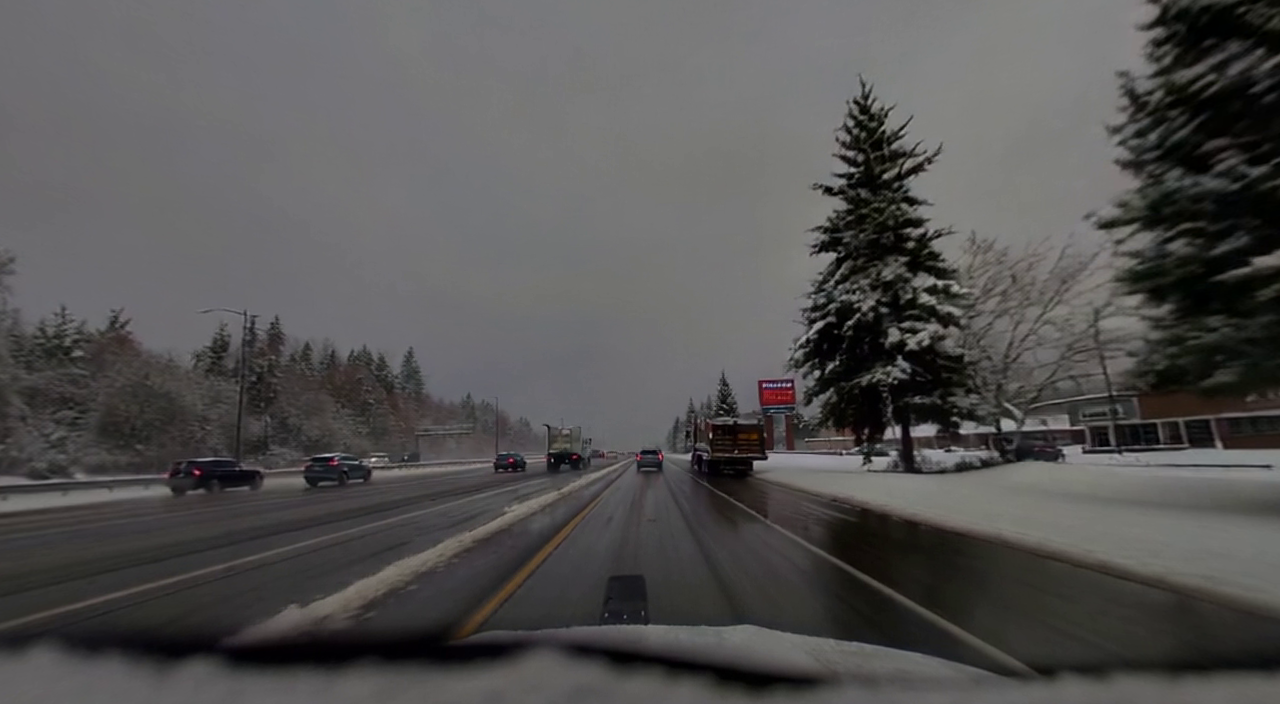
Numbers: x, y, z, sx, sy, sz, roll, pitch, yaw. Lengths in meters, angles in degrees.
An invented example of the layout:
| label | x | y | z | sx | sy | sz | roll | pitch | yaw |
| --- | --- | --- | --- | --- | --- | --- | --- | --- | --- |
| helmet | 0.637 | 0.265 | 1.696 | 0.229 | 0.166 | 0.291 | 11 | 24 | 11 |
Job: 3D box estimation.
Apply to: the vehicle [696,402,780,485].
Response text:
| label | x | y | z | sx | sy | sz | roll | pitch | yaw |
| --- | --- | --- | --- | --- | --- | --- | --- | --- | --- |
| vehicle | 5.202 | 5.292 | 36.088 | 2.801 | 3.732 | 11.836 | -4 | -9 | 0 |

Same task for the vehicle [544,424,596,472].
| label | x | y | z | sx | sy | sz | roll | pitch | yaw |
| --- | --- | --- | --- | --- | --- | --- | --- | --- | --- |
| vehicle | -5.324 | 7.502 | 49.589 | 2.796 | 3.426 | 8.553 | 0 | -8 | 2 |

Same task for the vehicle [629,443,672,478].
| label | x | y | z | sx | sy | sz | roll | pitch | yaw |
| --- | --- | --- | --- | --- | --- | --- | --- | --- | --- |
| vehicle | 0.599 | 6.113 | 35.832 | 2.227 | 1.794 | 4.646 | 0 | -8 | 1 |

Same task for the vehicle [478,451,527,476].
| label | x | y | z | sx | sy | sz | roll | pitch | yaw |
| --- | --- | --- | --- | --- | --- | --- | --- | --- | --- |
| vehicle | -8.810 | 7.157 | 40.855 | 1.929 | 1.477 | 4.746 | -1 | -8 | 3 |

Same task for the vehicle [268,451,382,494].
| label | x | y | z | sx | sy | sz | roll | pitch | yaw |
| --- | --- | --- | --- | --- | --- | --- | --- | --- | --- |
| vehicle | -12.382 | 4.752 | 25.221 | 1.928 | 1.480 | 4.823 | -1 | -8 | 3 |

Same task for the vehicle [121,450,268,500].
| label | x | y | z | sx | sy | sz | roll | pitch | yaw |
| --- | --- | --- | --- | --- | --- | --- | --- | --- | --- |
| vehicle | -16.150 | 4.455 | 23.245 | 1.885 | 1.591 | 4.599 | -1 | -8 | 3 |
